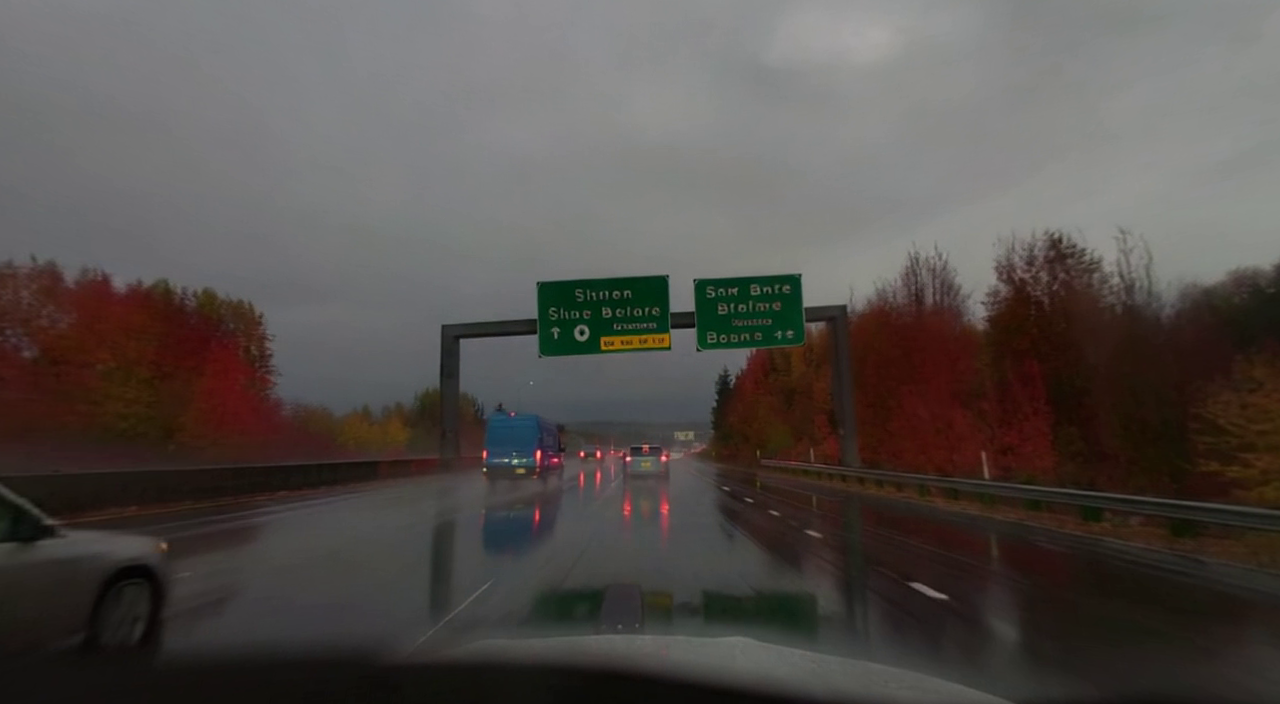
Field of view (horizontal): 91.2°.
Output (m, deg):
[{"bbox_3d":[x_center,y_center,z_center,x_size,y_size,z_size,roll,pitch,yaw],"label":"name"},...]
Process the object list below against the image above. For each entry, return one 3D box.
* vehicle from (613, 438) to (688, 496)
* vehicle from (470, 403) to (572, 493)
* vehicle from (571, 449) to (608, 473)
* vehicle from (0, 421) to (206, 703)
[{"bbox_3d":[0.362,3.688,20.418,2.195,1.679,4.070,-1,-9,2],"label":"vehicle"},{"bbox_3d":[-3.918,3.366,22.001,2.275,2.692,5.810,-1,-9,2],"label":"vehicle"},{"bbox_3d":[-3.228,7.052,40.778,2.015,1.496,4.312,0,-9,1],"label":"vehicle"},{"bbox_3d":[-3.834,0.944,2.029,1.977,1.485,3.973,0,-9,0],"label":"vehicle"}]
